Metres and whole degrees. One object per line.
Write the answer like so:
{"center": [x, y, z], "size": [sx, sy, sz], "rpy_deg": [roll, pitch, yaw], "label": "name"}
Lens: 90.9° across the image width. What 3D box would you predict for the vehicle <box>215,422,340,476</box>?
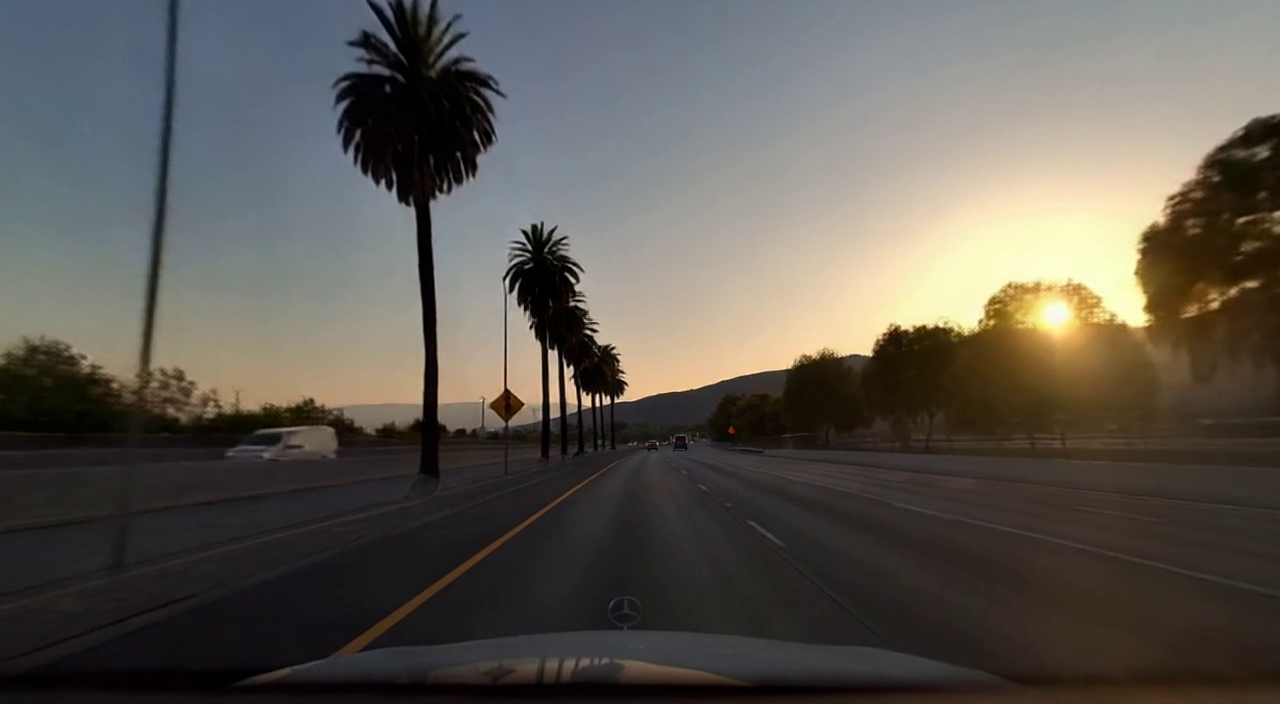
{"center": [-17.356, 4.695, 30.723], "size": [2.340, 2.360, 6.092], "rpy_deg": [0, -8, 1], "label": "vehicle"}
